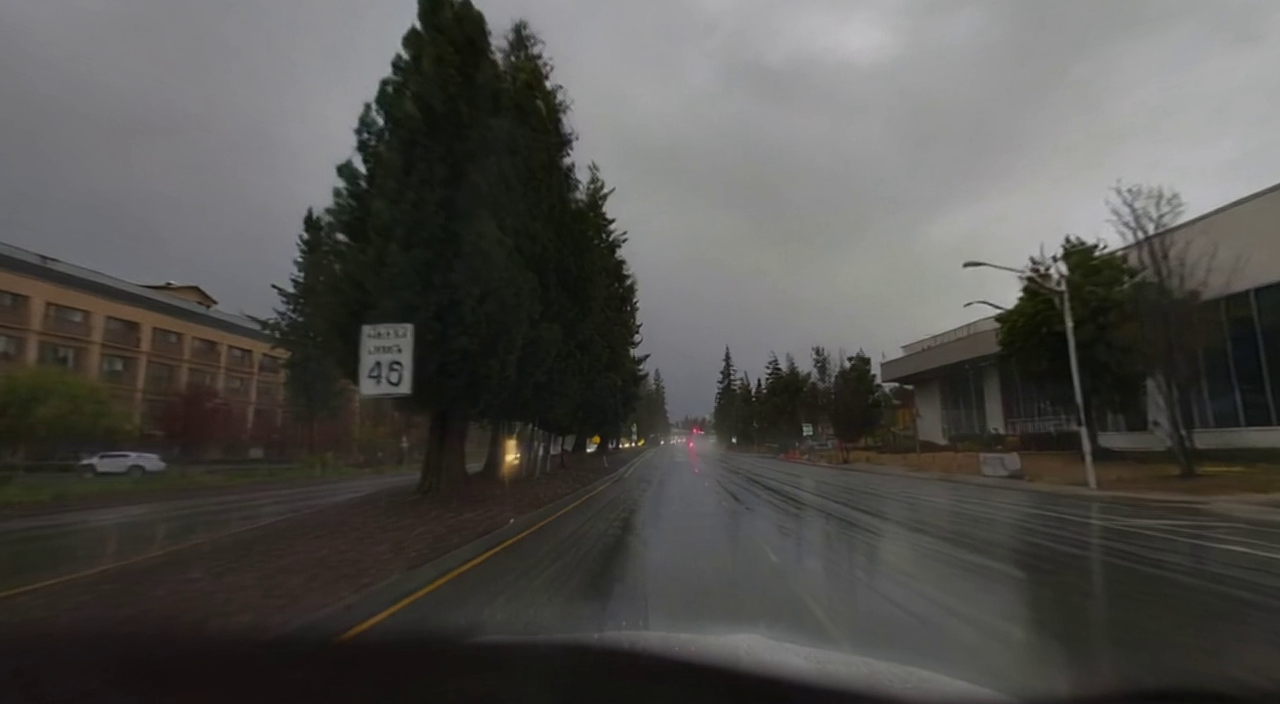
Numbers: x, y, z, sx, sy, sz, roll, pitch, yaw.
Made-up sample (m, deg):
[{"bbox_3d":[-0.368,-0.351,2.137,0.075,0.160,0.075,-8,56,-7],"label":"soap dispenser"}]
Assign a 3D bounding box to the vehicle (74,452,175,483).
[{"bbox_3d":[-26.227,5.871,32.142,3.651,1.453,1.643,-1,-8,1],"label":"vehicle"}]
